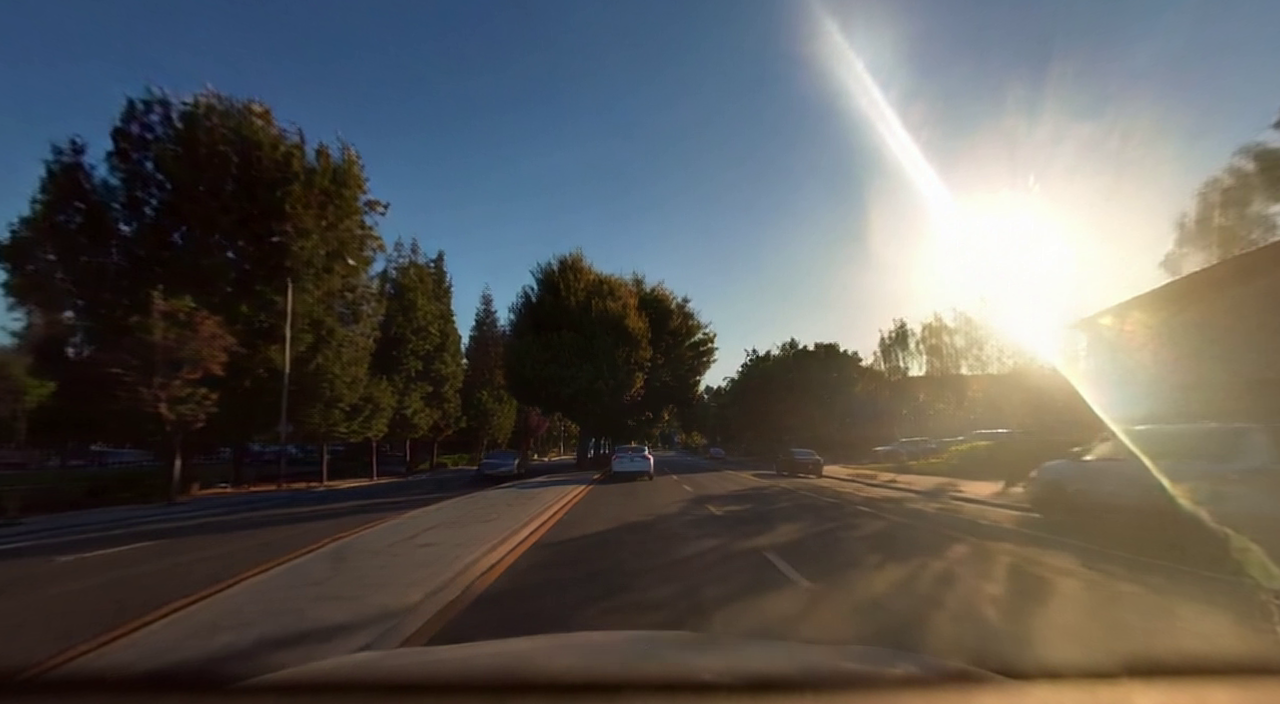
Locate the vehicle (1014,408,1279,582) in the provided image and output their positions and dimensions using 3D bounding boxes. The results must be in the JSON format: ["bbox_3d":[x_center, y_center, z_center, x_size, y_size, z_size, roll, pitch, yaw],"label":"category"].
[{"bbox_3d":[7.665,1.775,8.443,2.064,1.792,5.053,0,-9,-2],"label":"vehicle"}]

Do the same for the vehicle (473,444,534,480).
[{"bbox_3d":[-6.773,5.492,31.802,2.083,1.646,4.293,0,-8,1],"label":"vehicle"}]

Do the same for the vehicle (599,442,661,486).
[{"bbox_3d":[-0.361,4.132,23.532,2.099,1.470,4.302,0,-9,0],"label":"vehicle"}]

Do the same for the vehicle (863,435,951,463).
[{"bbox_3d":[17.816,6.458,42.099,5.100,1.770,2.269,3,-9,-18],"label":"vehicle"}]

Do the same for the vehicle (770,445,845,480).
[{"bbox_3d":[7.746,5.150,29.731,2.131,1.474,4.752,0,-9,-2],"label":"vehicle"}]
